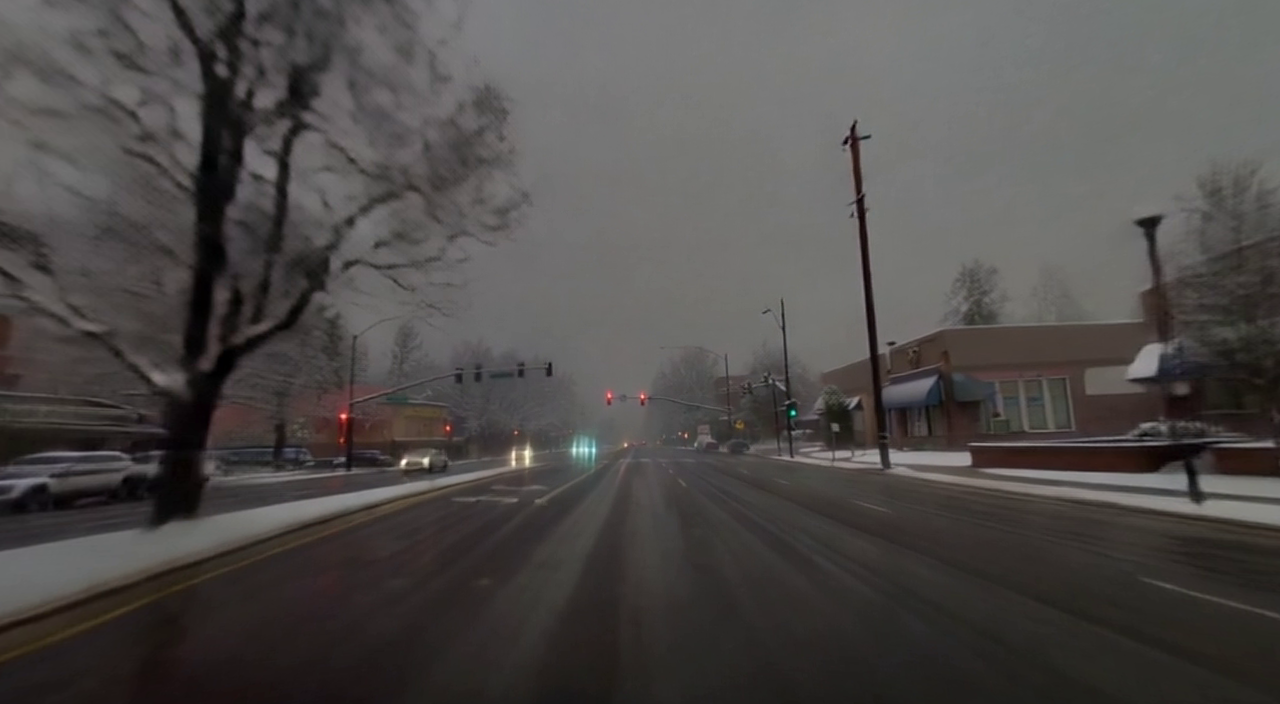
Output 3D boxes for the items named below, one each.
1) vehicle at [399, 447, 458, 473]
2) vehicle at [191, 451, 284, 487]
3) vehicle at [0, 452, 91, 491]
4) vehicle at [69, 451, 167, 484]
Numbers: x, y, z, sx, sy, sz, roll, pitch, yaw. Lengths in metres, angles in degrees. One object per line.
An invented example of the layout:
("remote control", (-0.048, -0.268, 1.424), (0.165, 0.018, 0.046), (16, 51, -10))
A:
("vehicle", (-12.875, 6.579, 38.776), (2.034, 1.447, 4.484), (0, -9, 0))
("vehicle", (-19.561, 5.682, 30.917), (1.851, 1.584, 4.035), (0, -9, 0))
("vehicle", (-26.614, 5.108, 27.327), (1.775, 1.479, 4.572), (0, -9, -3))
("vehicle", (-26.692, 5.889, 32.493), (1.788, 1.538, 3.788), (0, -9, 0))
